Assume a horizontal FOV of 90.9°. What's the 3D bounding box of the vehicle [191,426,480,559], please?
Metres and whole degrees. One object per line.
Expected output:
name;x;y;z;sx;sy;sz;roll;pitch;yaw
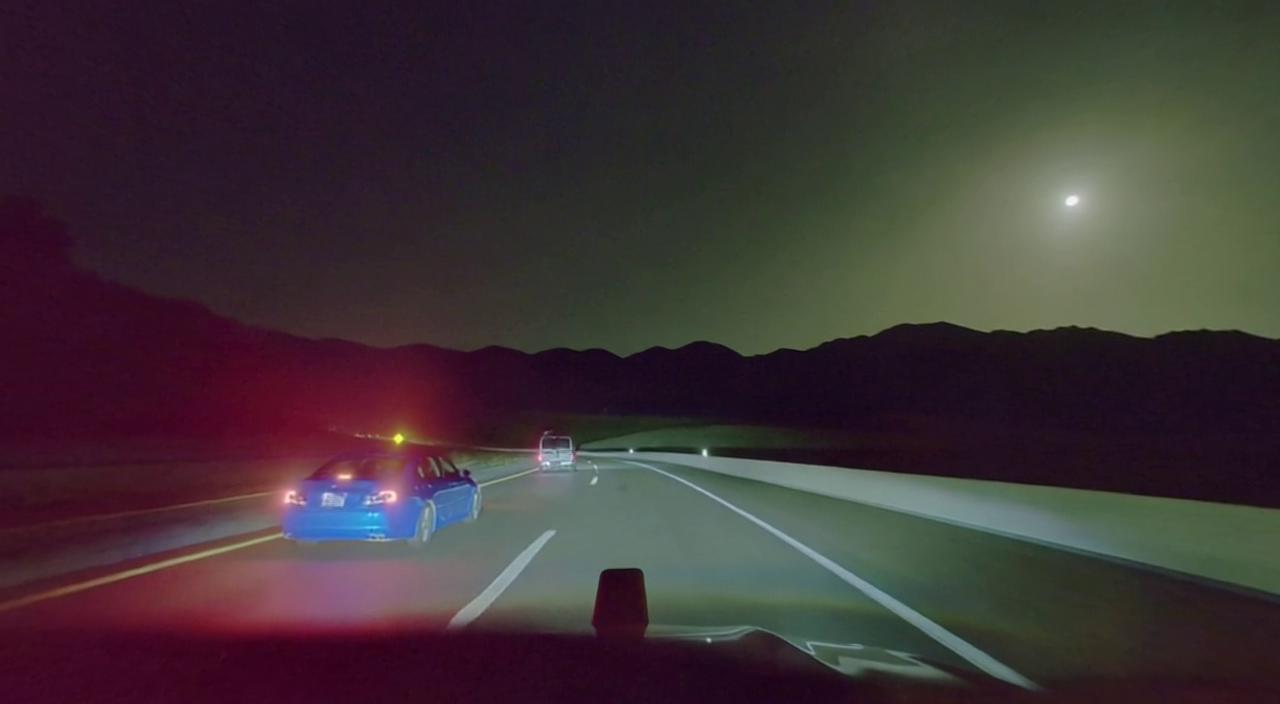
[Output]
vehicle;-4.129;1.982;9.670;2.097;1.511;4.585;0;-9;1

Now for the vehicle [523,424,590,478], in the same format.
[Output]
vehicle;-3.719;4.569;29.207;2.444;2.204;5.568;0;-9;-1
